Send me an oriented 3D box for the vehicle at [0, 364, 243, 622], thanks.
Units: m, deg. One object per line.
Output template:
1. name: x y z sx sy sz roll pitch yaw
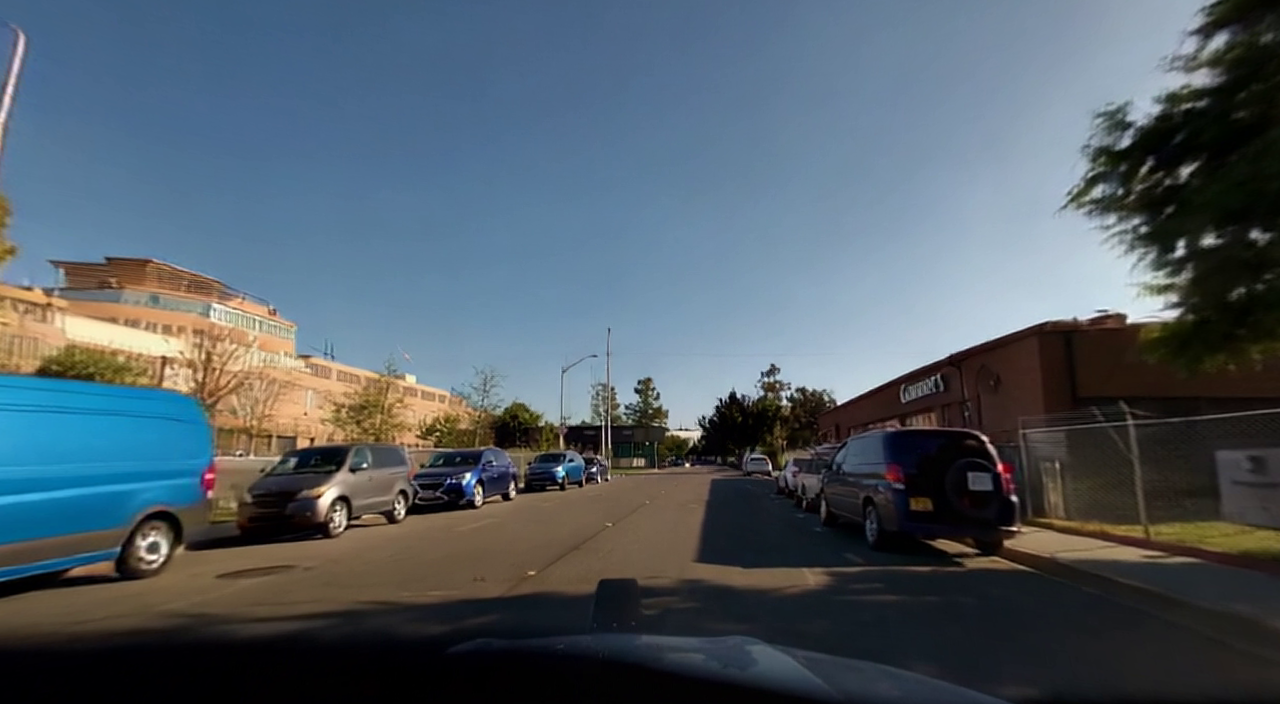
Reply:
1. vehicle: -6.952 1.446 6.383 2.435 2.308 4.937 -5 -9 5

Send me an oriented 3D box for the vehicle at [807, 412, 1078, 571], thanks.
1. vehicle: 4.706 2.251 11.222 2.327 2.021 5.850 -1 -9 5

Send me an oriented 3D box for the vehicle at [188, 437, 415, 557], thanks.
1. vehicle: -6.254 2.657 12.353 1.857 1.908 4.081 -1 -9 5

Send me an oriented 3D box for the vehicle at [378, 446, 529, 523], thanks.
1. vehicle: -5.290 3.819 19.032 2.304 1.937 5.720 -1 -9 6

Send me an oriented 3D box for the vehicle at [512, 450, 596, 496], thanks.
1. vehicle: -3.908 5.679 30.104 2.504 1.919 5.658 -1 -9 8
